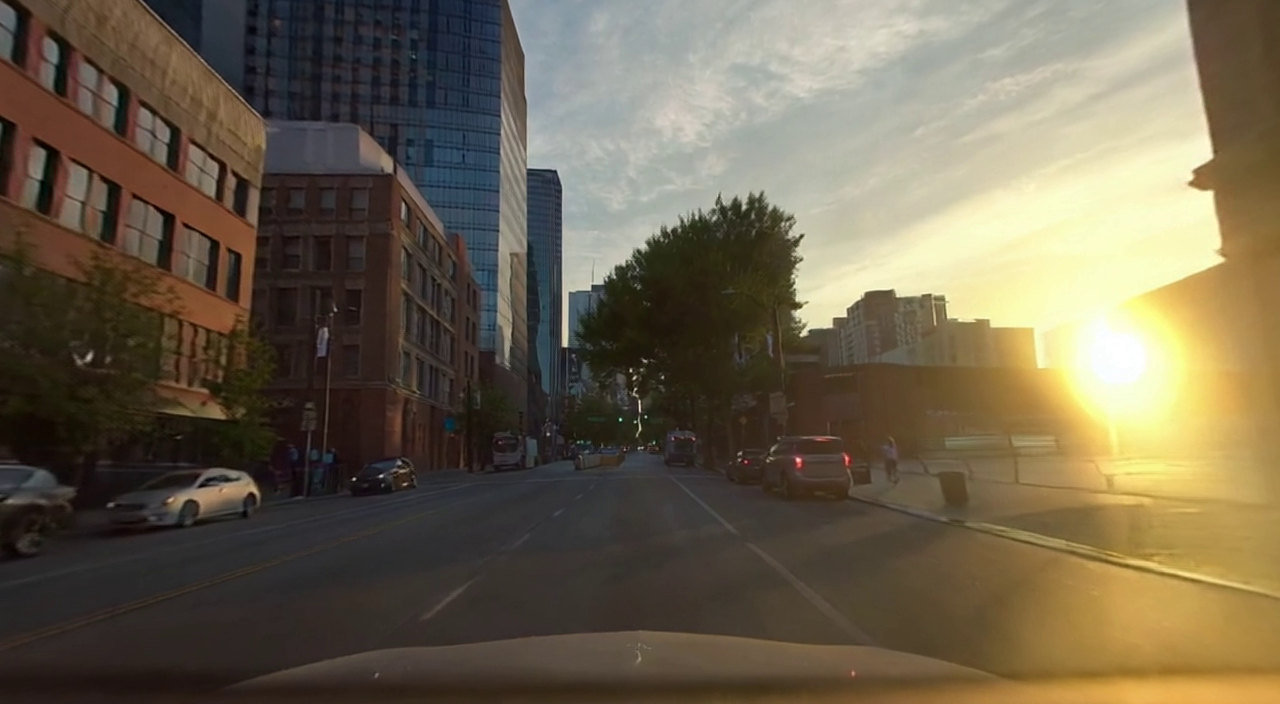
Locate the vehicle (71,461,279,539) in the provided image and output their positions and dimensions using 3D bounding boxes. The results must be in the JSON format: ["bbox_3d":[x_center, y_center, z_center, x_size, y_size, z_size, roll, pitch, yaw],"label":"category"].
[{"bbox_3d":[-11.316,3.585,15.873,2.007,1.511,4.280,-4,-10,0],"label":"vehicle"}]

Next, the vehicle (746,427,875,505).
[{"bbox_3d":[4.712,3.253,18.512,2.237,1.908,5.320,0,-9,0],"label":"vehicle"}]

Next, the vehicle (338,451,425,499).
[{"bbox_3d":[-11.192,5.326,27.728,2.039,1.770,4.445,-3,-9,-1],"label":"vehicle"}]

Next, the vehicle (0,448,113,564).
[{"bbox_3d":[-11.232,2.458,9.559,1.970,1.828,5.519,-4,-8,-2],"label":"vehicle"}]
